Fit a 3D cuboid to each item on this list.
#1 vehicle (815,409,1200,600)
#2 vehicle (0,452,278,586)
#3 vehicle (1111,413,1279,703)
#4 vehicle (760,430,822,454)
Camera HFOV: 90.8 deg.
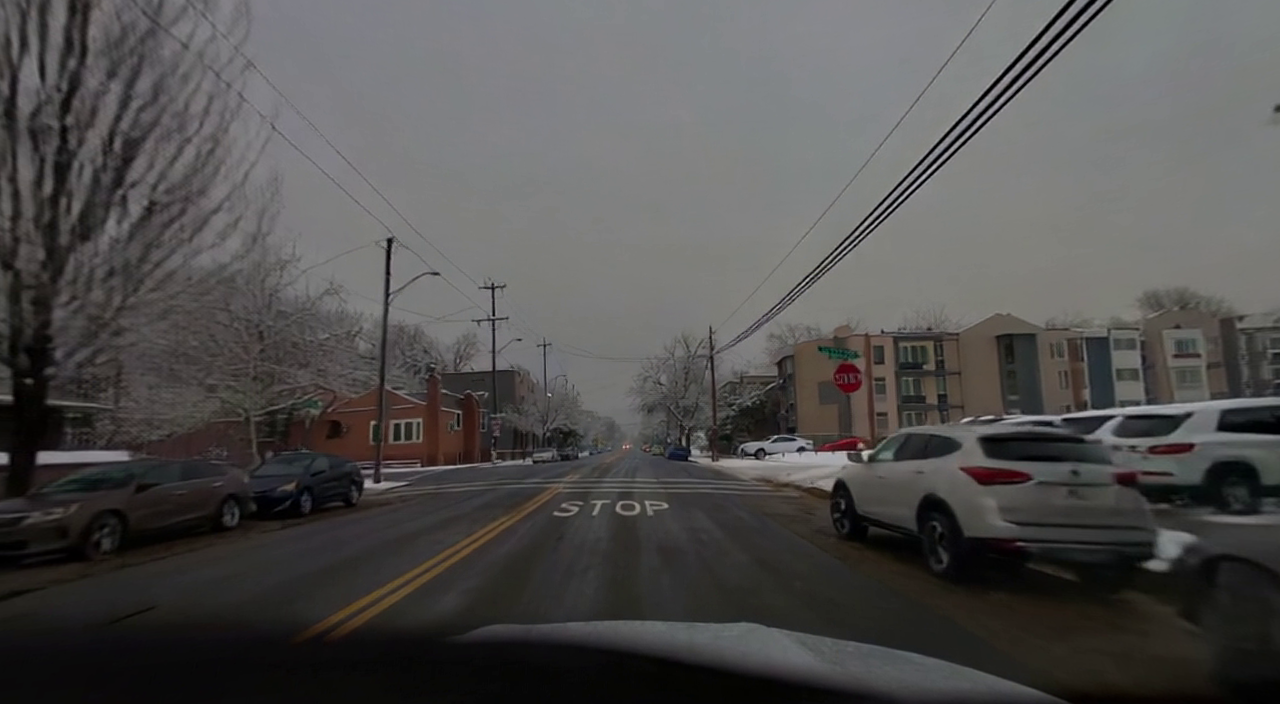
[{"bbox_3d":[3.731,1.603,7.503,1.976,1.614,4.052,0,-8,-2],"label":"vehicle"},{"bbox_3d":[-7.893,2.329,9.752,1.904,1.488,4.600,0,-8,0],"label":"vehicle"},{"bbox_3d":[3.982,0.882,1.884,1.846,1.506,4.165,0,-8,-1],"label":"vehicle"},{"bbox_3d":[11.349,6.787,47.523,4.509,1.664,1.981,6,-10,-34],"label":"vehicle"}]
